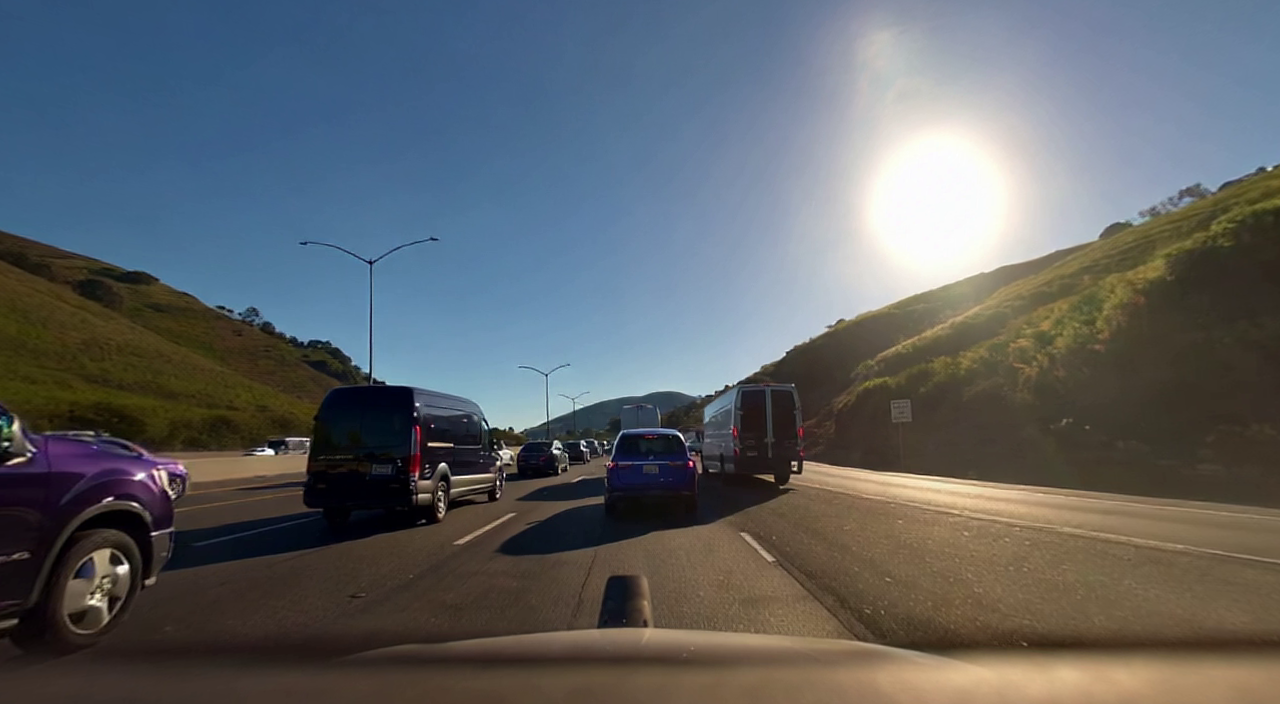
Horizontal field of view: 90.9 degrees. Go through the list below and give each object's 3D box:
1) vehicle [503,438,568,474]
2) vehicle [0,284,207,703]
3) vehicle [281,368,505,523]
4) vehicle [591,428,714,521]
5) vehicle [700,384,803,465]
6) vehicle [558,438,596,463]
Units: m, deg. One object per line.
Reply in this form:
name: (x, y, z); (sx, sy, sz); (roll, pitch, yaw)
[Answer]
vehicle: (-4.504, 4.539, 27.786); (2.007, 1.457, 4.447); (-1, -8, 1)
vehicle: (-4.240, 0.523, 1.736); (2.195, 2.086, 5.445); (0, -8, 0)
vehicle: (-4.653, 1.941, 13.242); (2.300, 2.522, 5.701); (0, -8, 1)
vehicle: (0.172, 2.304, 12.339); (2.003, 1.499, 3.930); (0, -8, -1)
vehicle: (6.652, 5.019, 41.498); (2.989, 4.277, 16.586); (0, -8, -3)
vehicle: (-3.977, 6.342, 40.630); (1.949, 1.475, 4.335); (0, -8, 1)
